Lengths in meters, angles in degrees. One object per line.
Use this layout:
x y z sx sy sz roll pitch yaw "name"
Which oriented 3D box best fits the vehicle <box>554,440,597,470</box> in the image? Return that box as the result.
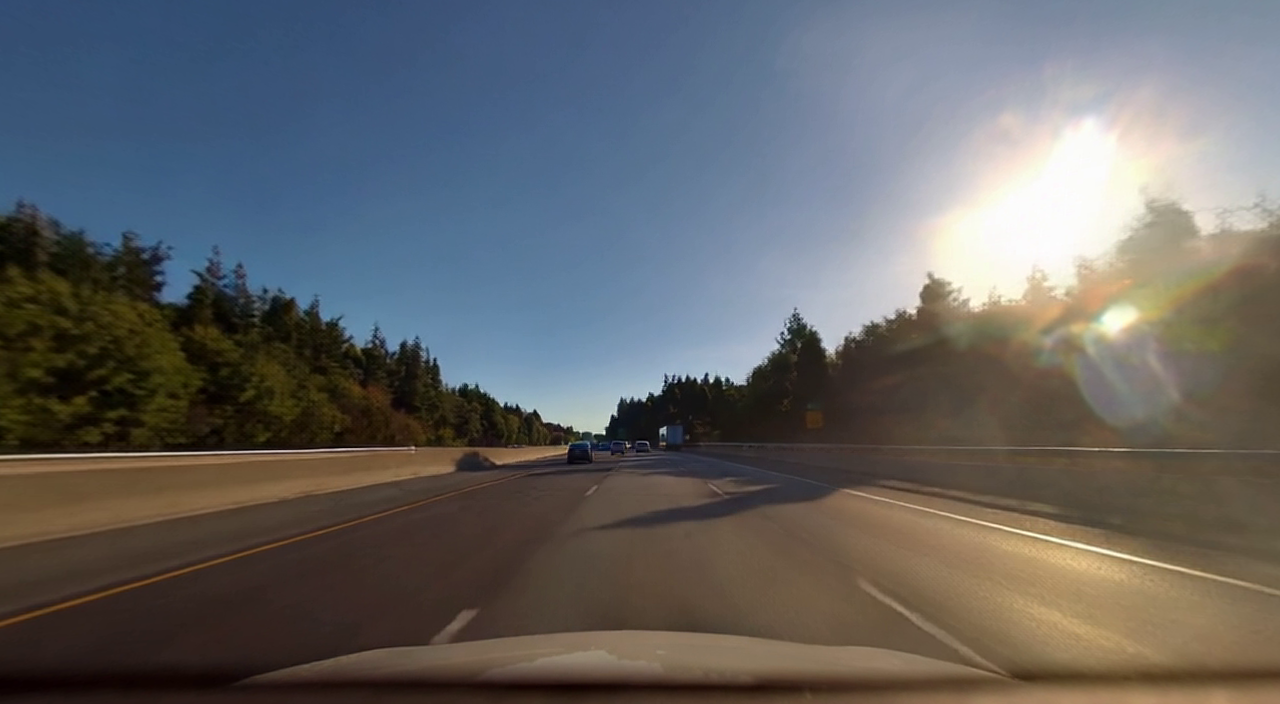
-3.580 5.810 35.738 2.025 1.571 3.662 0 -9 0 "vehicle"
